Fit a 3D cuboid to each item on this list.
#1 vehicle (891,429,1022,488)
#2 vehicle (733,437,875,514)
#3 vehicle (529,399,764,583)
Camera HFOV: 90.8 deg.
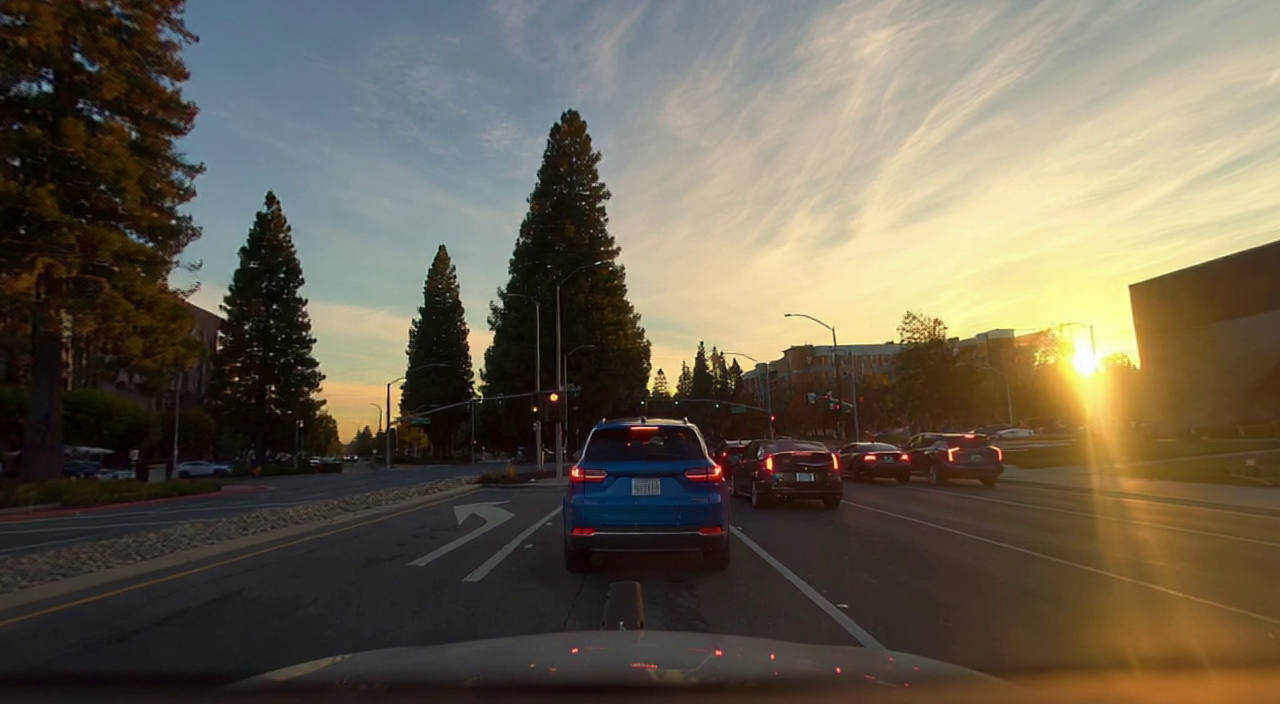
[{"bbox_3d":[10.862,3.698,22.133,2.123,1.812,4.553,0,-9,-1],"label":"vehicle"},{"bbox_3d":[3.495,2.719,14.414,1.997,1.471,4.321,0,-9,-1],"label":"vehicle"},{"bbox_3d":[0.061,1.660,8.262,2.266,1.762,4.131,0,-9,0],"label":"vehicle"}]
